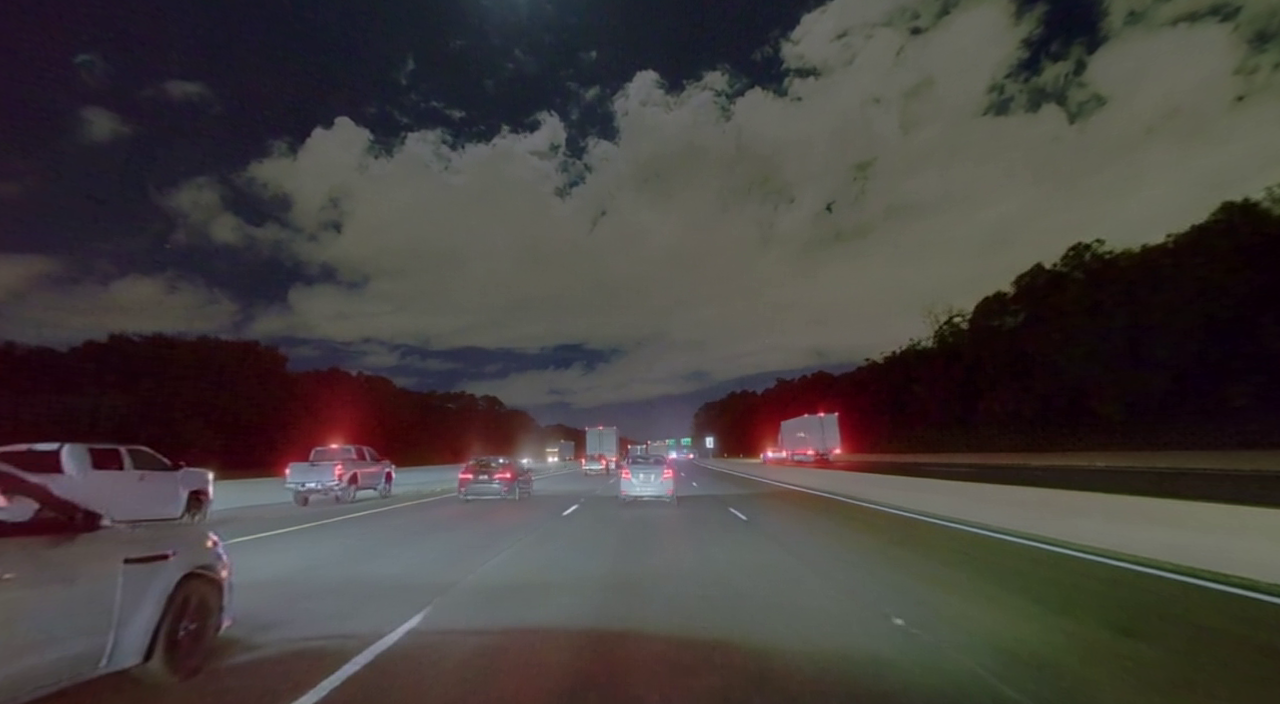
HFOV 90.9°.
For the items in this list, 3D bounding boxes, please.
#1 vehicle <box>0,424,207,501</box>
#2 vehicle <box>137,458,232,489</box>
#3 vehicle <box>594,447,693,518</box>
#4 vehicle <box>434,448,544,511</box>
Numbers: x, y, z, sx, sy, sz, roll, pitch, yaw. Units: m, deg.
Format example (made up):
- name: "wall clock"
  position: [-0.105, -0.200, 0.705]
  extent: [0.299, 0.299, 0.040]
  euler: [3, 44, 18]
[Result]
- name: "vehicle"
  position: [-32.030, 6.350, 36.789]
  extent: [2.803, 3.665, 14.746]
  euler: [0, -9, 1]
- name: "vehicle"
  position: [-27.622, 7.351, 38.429]
  extent: [1.962, 1.694, 4.917]
  euler: [0, -9, 2]
- name: "vehicle"
  position: [0.093, 3.023, 15.089]
  extent: [2.057, 1.449, 3.931]
  euler: [0, -9, 1]
- name: "vehicle"
  position: [-4.026, 3.466, 17.635]
  extent: [1.929, 1.509, 4.331]
  euler: [0, -9, 1]
